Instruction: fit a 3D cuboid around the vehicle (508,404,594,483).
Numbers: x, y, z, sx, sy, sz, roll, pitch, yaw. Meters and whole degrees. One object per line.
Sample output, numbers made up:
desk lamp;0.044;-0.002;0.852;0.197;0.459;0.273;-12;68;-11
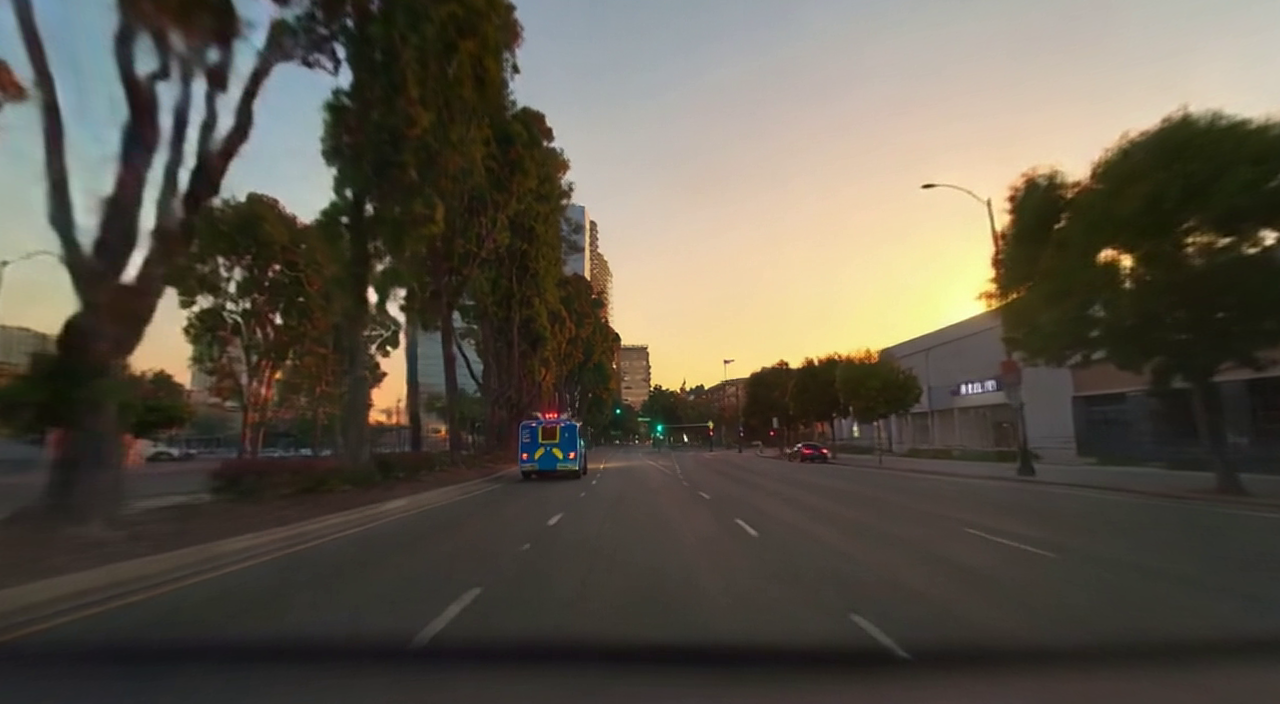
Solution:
vehicle;-3.392;3.707;25.467;2.633;2.787;5.796;0;-9;0

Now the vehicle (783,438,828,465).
vehicle;10.982;6.635;42.258;1.980;1.719;4.422;-1;-9;2
